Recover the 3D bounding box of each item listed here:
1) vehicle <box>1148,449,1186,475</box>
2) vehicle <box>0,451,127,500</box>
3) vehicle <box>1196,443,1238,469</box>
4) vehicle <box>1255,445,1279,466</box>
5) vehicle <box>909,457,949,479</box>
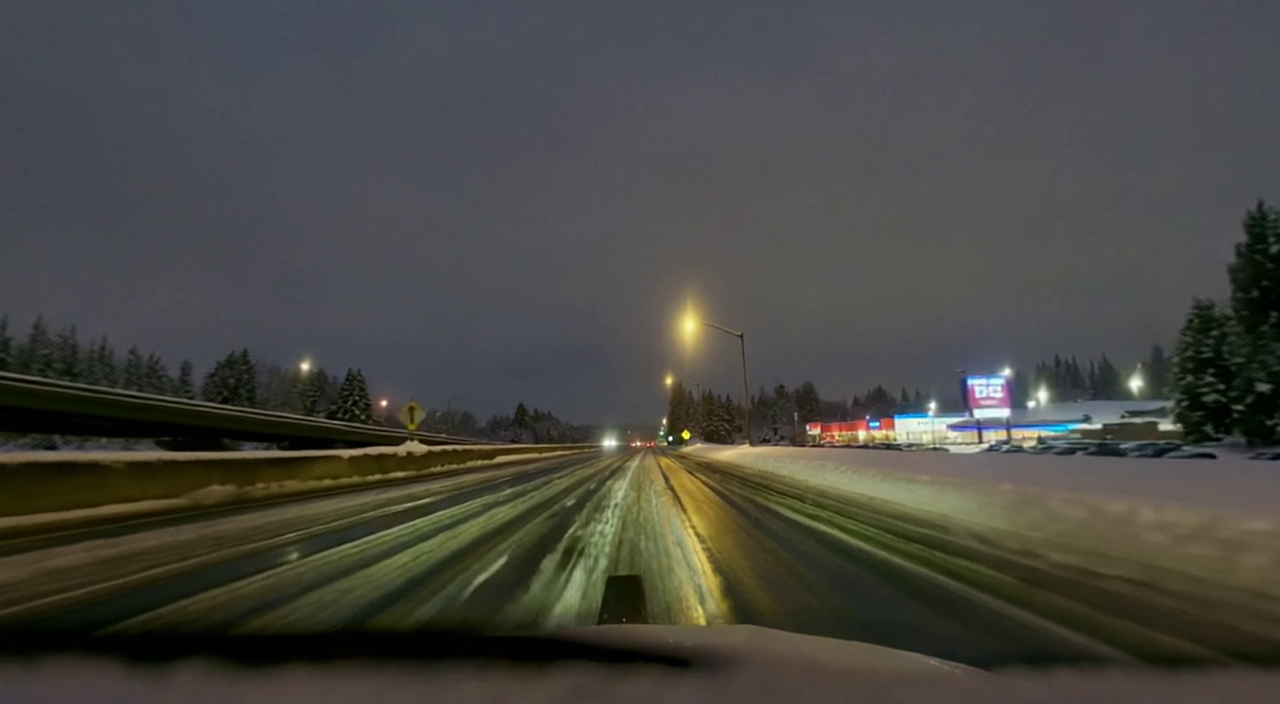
[{"bbox_3d":[34.636,7.187,41.408,1.680,1.523,3.951,-7,-10,40],"label":"vehicle"},{"bbox_3d":[-20.667,4.194,21.788,2.077,1.437,4.430,0,-8,1],"label":"vehicle"},{"bbox_3d":[42.610,7.661,46.508,4.792,1.577,1.849,4,-11,-45],"label":"vehicle"},{"bbox_3d":[45.646,7.420,45.495,1.650,1.436,3.719,-7,-11,43],"label":"vehicle"},{"bbox_3d":[20.026,8.019,43.569,1.677,1.342,3.266,-6,-10,38],"label":"vehicle"}]
